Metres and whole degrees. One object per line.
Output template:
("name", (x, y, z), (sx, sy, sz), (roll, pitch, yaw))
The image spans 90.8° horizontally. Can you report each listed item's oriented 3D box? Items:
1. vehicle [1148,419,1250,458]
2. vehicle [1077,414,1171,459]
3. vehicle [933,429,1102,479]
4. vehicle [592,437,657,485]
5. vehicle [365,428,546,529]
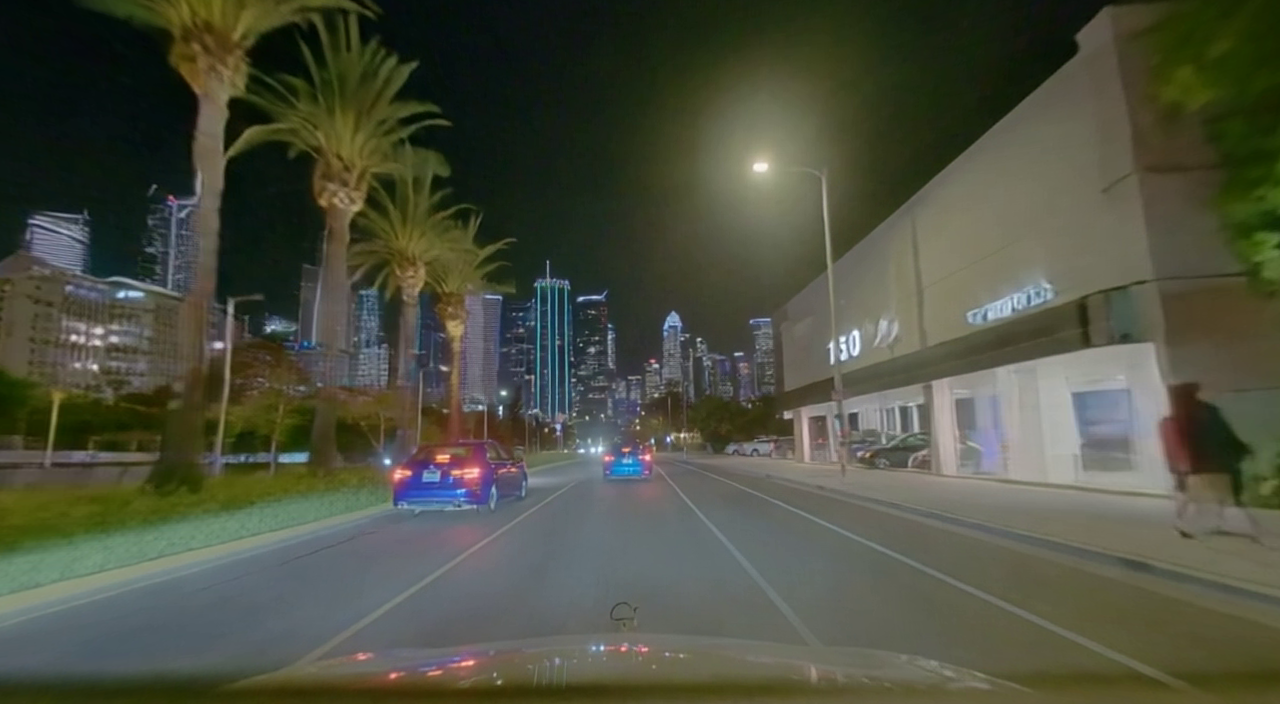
("vehicle", (26.478, 4.160, 30.156), (1.982, 1.694, 4.676), (-3, -9, 20))
("vehicle", (23.663, 4.201, 31.163), (2.288, 1.984, 5.526), (-4, -9, 23))
("vehicle", (13.274, 3.599, 22.395), (4.749, 1.522, 1.905), (-1, -9, -3))
("vehicle", (-0.480, 3.634, 21.331), (2.004, 1.465, 3.713), (0, -9, 0))
("vehicle", (-3.210, 2.304, 12.079), (2.071, 1.544, 4.383), (0, -9, 1))
